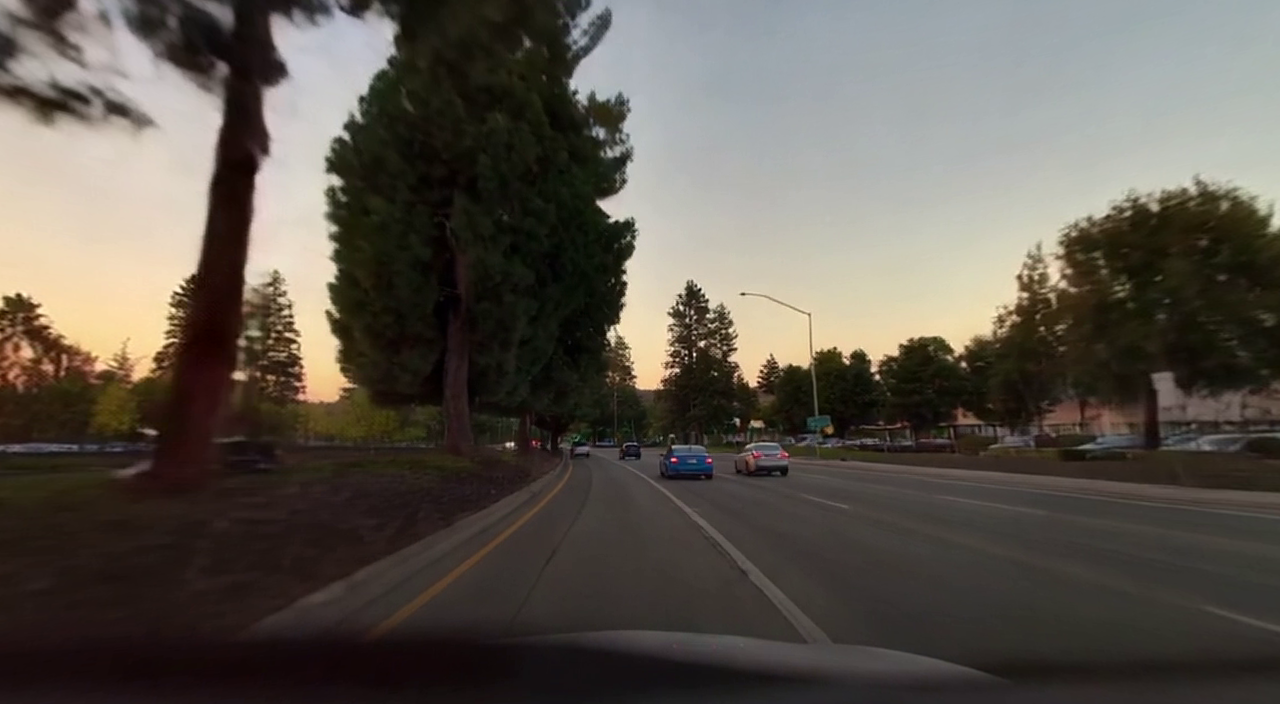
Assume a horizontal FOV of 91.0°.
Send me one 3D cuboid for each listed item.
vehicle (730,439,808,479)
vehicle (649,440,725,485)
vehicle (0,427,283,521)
[{"bbox_3d":[5.130,4.299,25.660,1.901,1.474,4.363,1,-8,-5],"label":"vehicle"},{"bbox_3d":[1.597,3.952,22.884,2.077,1.464,4.134,1,-8,-5],"label":"vehicle"},{"bbox_3d":[-9.472,2.287,12.431,2.149,1.477,4.783,0,-8,-2],"label":"vehicle"}]
